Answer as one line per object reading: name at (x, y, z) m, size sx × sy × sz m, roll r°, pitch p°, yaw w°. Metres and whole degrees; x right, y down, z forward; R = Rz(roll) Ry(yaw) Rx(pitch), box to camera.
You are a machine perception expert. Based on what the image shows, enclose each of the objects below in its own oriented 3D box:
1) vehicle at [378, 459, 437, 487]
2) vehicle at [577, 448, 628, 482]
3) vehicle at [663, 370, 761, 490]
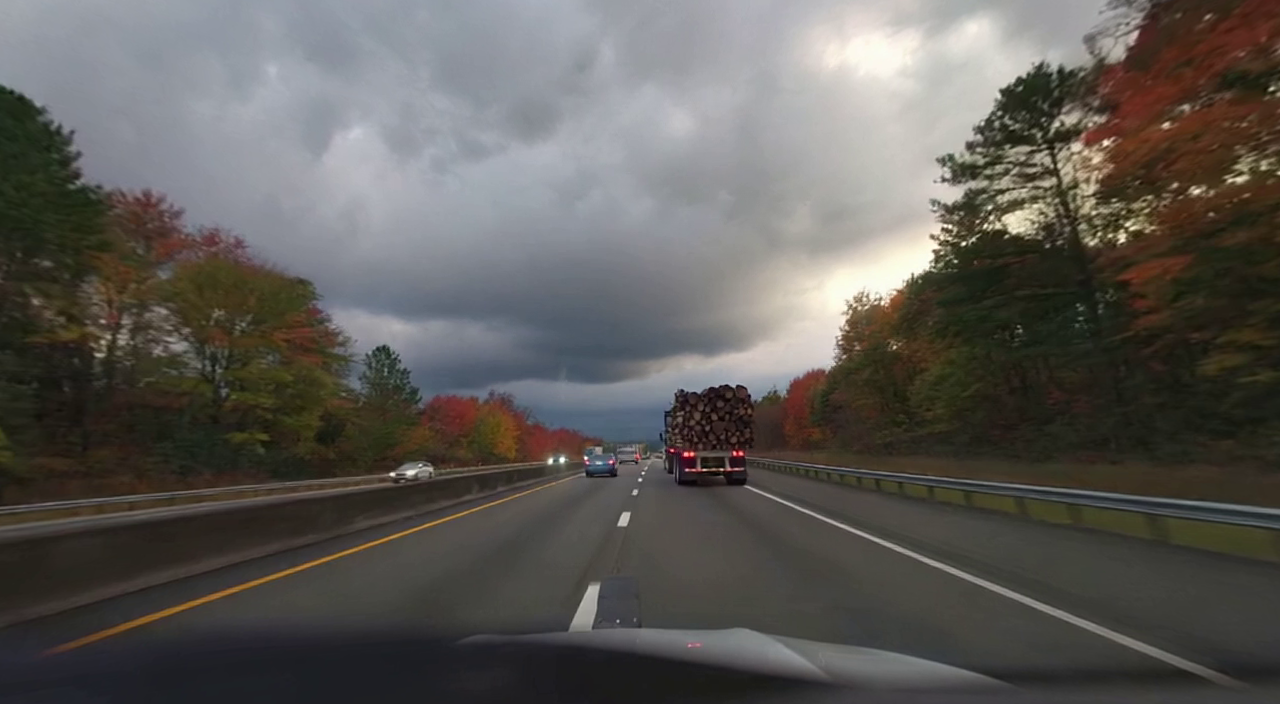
vehicle at (-14.018, 7.334, 38.071) m, size 1.845 × 1.502 × 4.115 m, roll -1°, pitch -9°, yaw 2°
vehicle at (-1.746, 5.457, 30.554) m, size 2.099 × 1.506 × 4.097 m, roll -1°, pitch -9°, yaw 2°
vehicle at (2.501, 3.217, 24.918) m, size 3.004 × 3.923 × 8.363 m, roll -1°, pitch -9°, yaw 1°
